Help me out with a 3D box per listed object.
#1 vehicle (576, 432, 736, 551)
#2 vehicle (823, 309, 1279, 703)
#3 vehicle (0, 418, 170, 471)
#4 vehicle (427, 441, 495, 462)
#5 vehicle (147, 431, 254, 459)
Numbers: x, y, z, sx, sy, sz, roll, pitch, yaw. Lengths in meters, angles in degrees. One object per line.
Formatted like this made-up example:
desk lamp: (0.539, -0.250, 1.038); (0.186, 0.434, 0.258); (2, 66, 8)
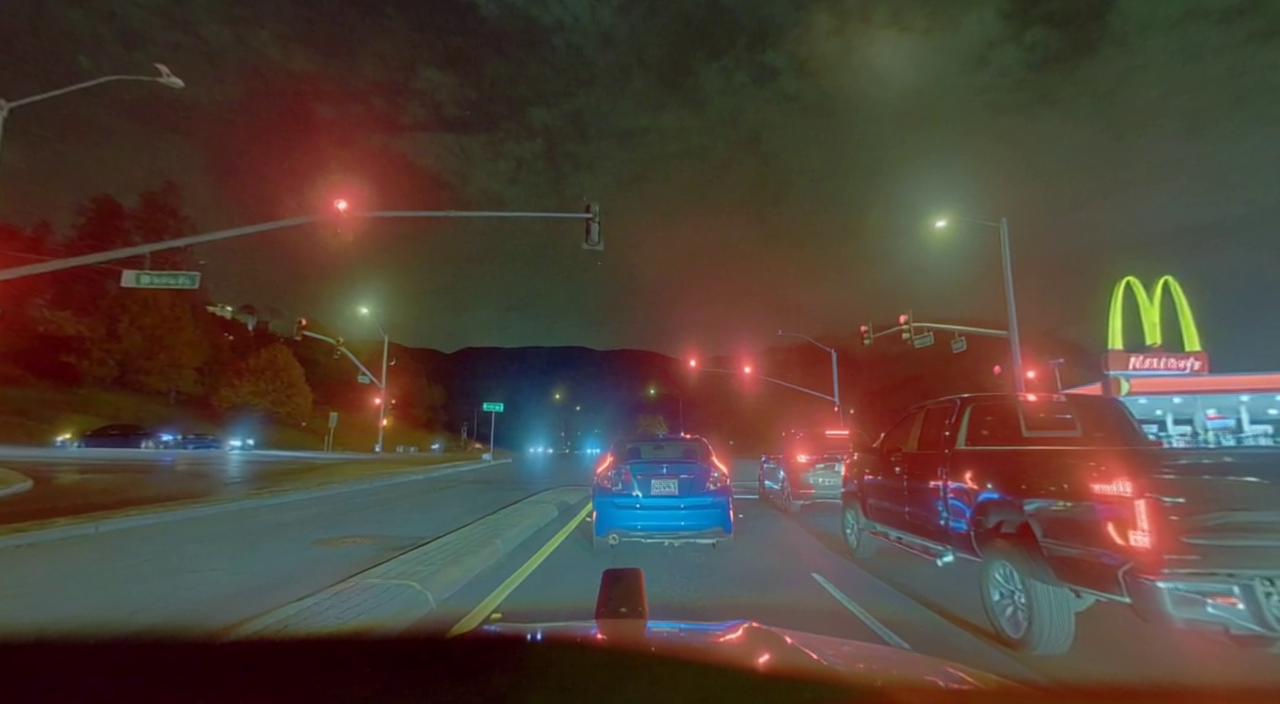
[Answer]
vehicle: (0.210, 2.060, 9.982); (2.027, 1.494, 3.824); (0, -8, 0)
vehicle: (3.530, 1.193, 5.117); (2.277, 1.871, 6.143); (0, -8, 0)
vehicle: (-19.664, 3.245, 22.123); (4.742, 1.720, 2.107); (-1, -8, 5)
vehicle: (-13.227, 7.364, 46.767); (1.963, 1.460, 4.528); (-6, -11, 37)
vehicle: (-23.205, 4.906, 33.386); (4.326, 1.420, 1.798); (-1, -8, 3)
